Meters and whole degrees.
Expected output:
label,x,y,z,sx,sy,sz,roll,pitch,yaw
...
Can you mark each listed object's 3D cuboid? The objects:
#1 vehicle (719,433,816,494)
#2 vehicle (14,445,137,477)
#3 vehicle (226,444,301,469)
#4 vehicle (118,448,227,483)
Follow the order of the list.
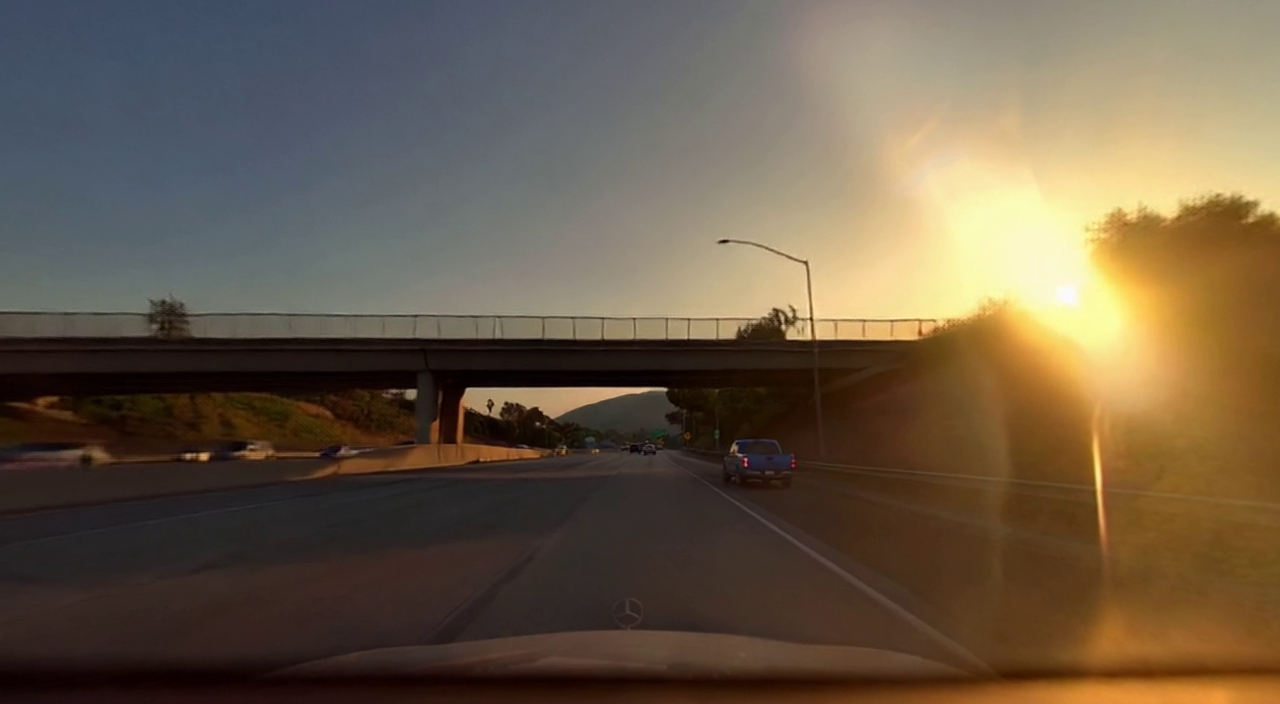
label,x,y,z,sx,sy,sz,roll,pitch,yaw
vehicle,3.820,3.439,19.878,2.010,1.637,4.940,0,-8,0
vehicle,-27.245,5.244,30.663,1.890,1.450,4.280,0,-8,2
vehicle,-23.312,6.490,39.284,1.872,1.456,4.348,0,-8,2
vehicle,-20.150,4.885,27.369,1.788,1.380,3.674,0,-8,2
